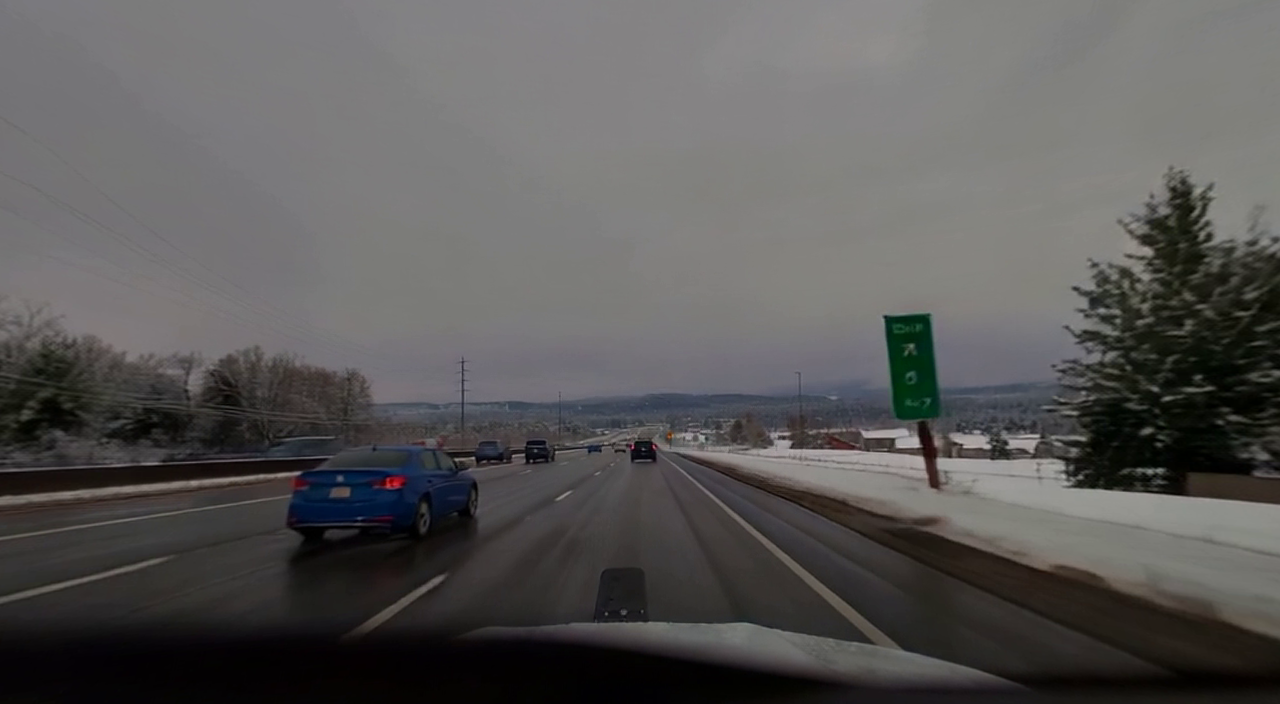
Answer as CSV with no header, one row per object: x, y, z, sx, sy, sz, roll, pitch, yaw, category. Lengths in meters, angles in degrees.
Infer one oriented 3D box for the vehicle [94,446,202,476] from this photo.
-28.293,6.268,36.516,2.182,1.596,5.004,0,-8,0,vehicle

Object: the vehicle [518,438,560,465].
-7.120,7.063,44.914,2.091,1.775,4.601,0,-8,1,vehicle

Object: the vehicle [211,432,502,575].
-3.588,1.989,9.253,1.967,1.517,4.808,0,-8,1,vehicle

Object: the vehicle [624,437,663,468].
0.178,6.006,37.796,2.194,1.737,4.127,0,-8,-1,vehicle
